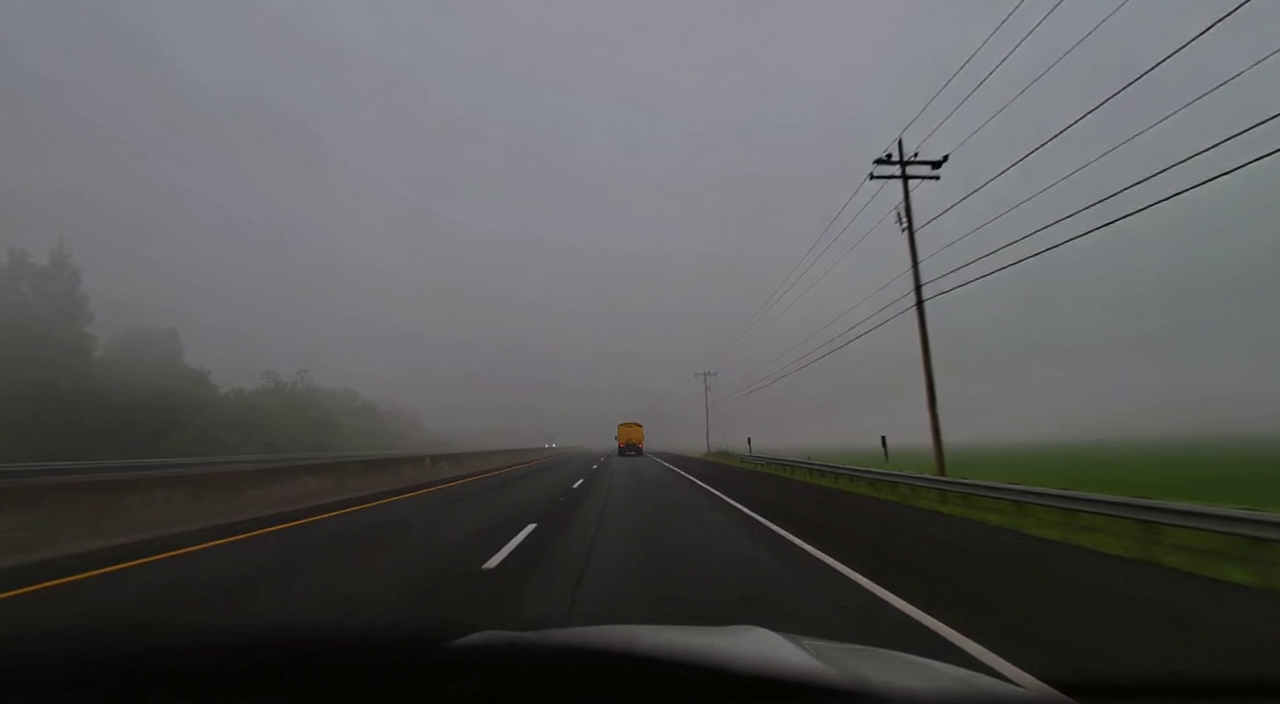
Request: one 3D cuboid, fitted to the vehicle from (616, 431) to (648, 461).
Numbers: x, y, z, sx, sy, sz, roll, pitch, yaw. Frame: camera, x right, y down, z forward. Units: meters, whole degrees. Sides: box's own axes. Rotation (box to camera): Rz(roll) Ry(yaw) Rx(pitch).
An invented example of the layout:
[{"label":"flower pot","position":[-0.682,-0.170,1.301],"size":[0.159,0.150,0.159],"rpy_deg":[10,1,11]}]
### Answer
[{"label":"vehicle","position":[-0.622,6.981,46.937],"size":[2.240,2.129,4.480],"rpy_deg":[0,-8,-2]}]
